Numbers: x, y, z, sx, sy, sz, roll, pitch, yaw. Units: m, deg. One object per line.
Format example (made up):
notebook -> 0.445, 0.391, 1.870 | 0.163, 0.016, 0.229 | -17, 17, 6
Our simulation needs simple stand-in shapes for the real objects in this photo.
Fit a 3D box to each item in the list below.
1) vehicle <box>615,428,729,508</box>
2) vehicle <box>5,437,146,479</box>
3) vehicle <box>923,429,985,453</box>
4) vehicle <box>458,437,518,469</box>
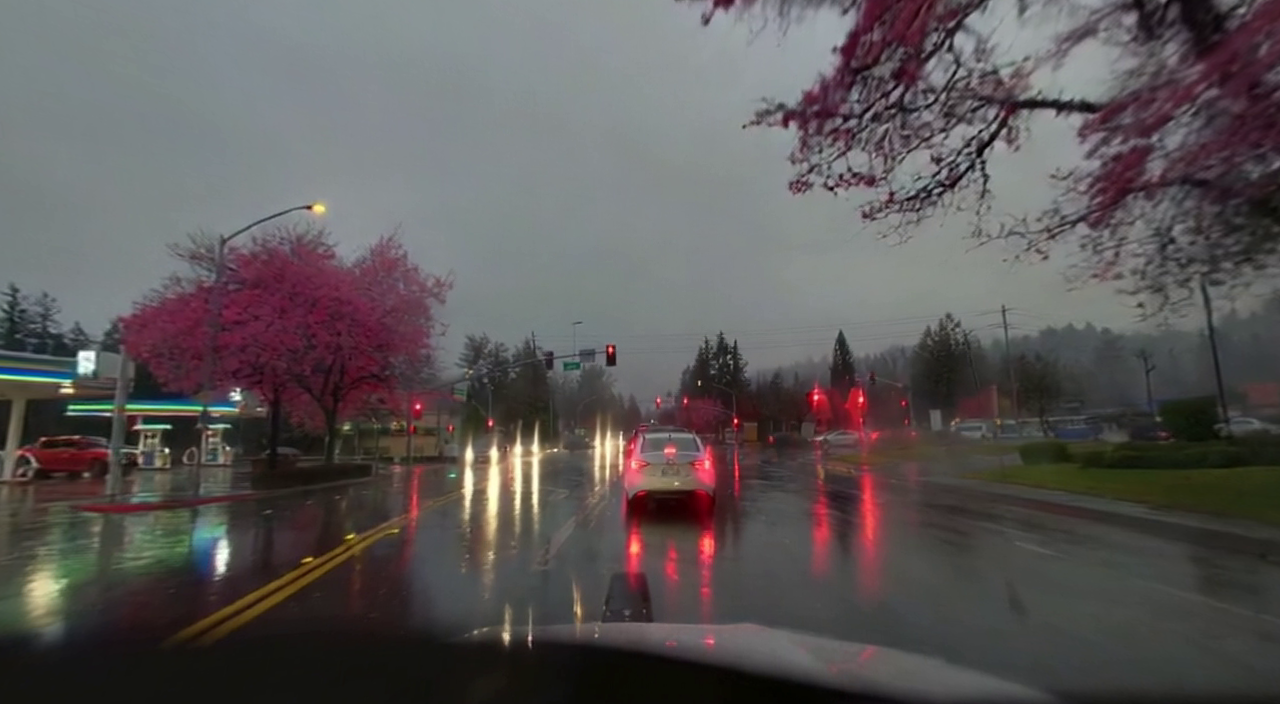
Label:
vehicle -> 0.682, 2.473, 13.854 | 2.112, 1.482, 4.057 | 0, -8, 2
vehicle -> -26.853, 5.043, 30.244 | 1.946, 1.816, 4.792 | -1, -8, 7
vehicle -> 20.511, 5.800, 41.120 | 4.091, 1.495, 2.053 | 7, -11, -39
vehicle -> -8.327, 5.583, 35.018 | 2.108, 1.671, 4.535 | 0, -8, 1
